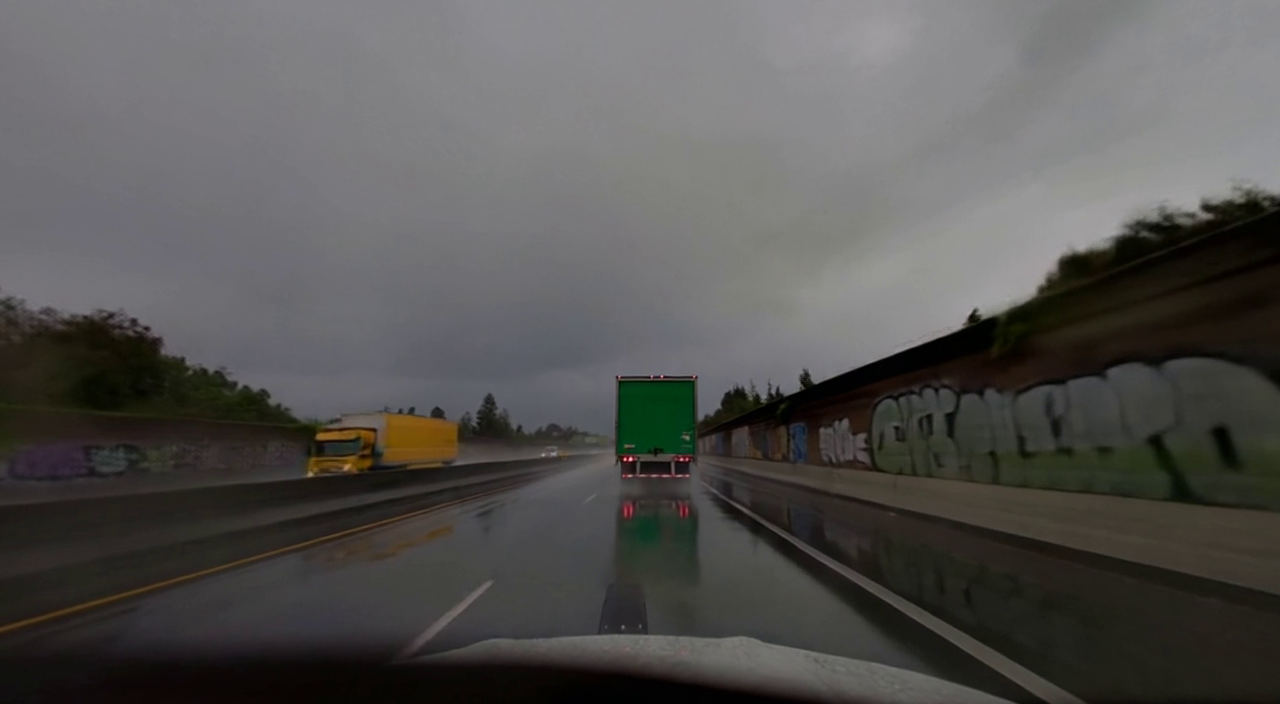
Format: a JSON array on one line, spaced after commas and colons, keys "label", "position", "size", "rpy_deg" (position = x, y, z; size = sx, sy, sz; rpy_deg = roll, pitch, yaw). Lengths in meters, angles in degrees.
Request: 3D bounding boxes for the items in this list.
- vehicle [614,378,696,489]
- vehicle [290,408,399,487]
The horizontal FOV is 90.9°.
[{"label": "vehicle", "position": [0.435, 3.677, 27.572], "size": [2.900, 3.955, 10.151], "rpy_deg": [0, -9, -1]}, {"label": "vehicle", "position": [-16.064, 5.296, 34.825], "size": [3.009, 3.980, 5.790], "rpy_deg": [0, -9, 1]}]
